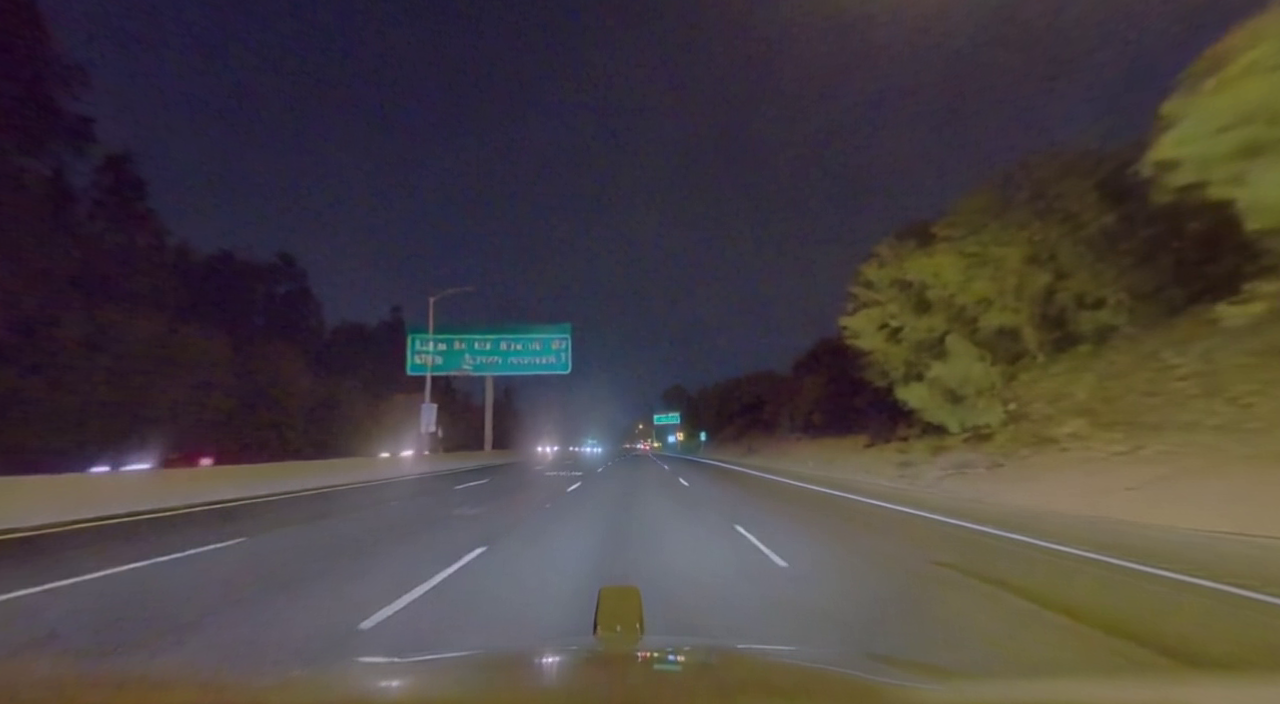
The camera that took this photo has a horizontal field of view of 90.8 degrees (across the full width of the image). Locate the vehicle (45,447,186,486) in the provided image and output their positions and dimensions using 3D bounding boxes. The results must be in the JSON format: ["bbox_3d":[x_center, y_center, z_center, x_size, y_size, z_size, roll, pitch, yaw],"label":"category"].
[{"bbox_3d":[-21.847,4.768,26.594,1.912,1.452,4.667,0,-8,0],"label":"vehicle"}]

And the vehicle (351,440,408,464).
[{"bbox_3d":[-17.857,6.874,43.518,1.925,1.533,4.589,-1,-8,1],"label":"vehicle"}]
